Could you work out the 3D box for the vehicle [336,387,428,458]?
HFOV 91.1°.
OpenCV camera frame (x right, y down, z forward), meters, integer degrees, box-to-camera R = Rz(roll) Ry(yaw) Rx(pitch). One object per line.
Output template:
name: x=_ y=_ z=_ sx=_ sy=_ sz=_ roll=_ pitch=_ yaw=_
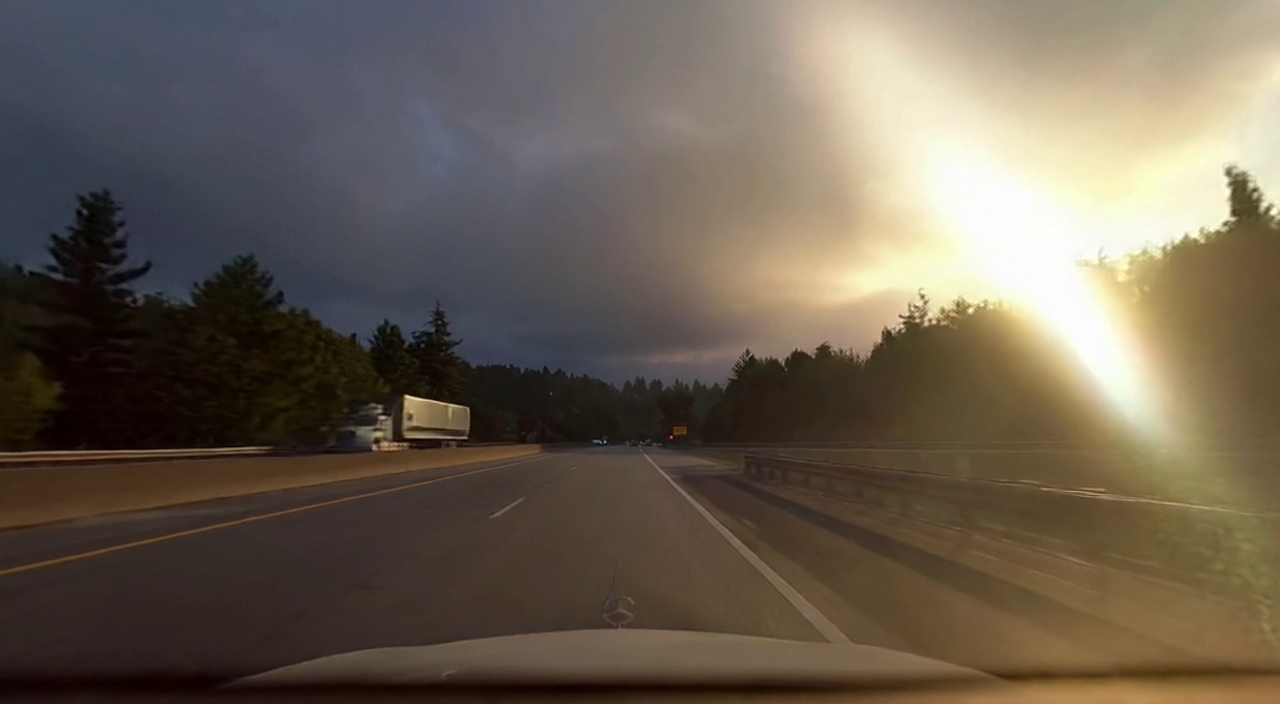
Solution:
vehicle: x=-15.418 y=4.337 z=38.016 sx=3.012 sy=3.928 sz=5.894 roll=0 pitch=-8 yaw=-1
